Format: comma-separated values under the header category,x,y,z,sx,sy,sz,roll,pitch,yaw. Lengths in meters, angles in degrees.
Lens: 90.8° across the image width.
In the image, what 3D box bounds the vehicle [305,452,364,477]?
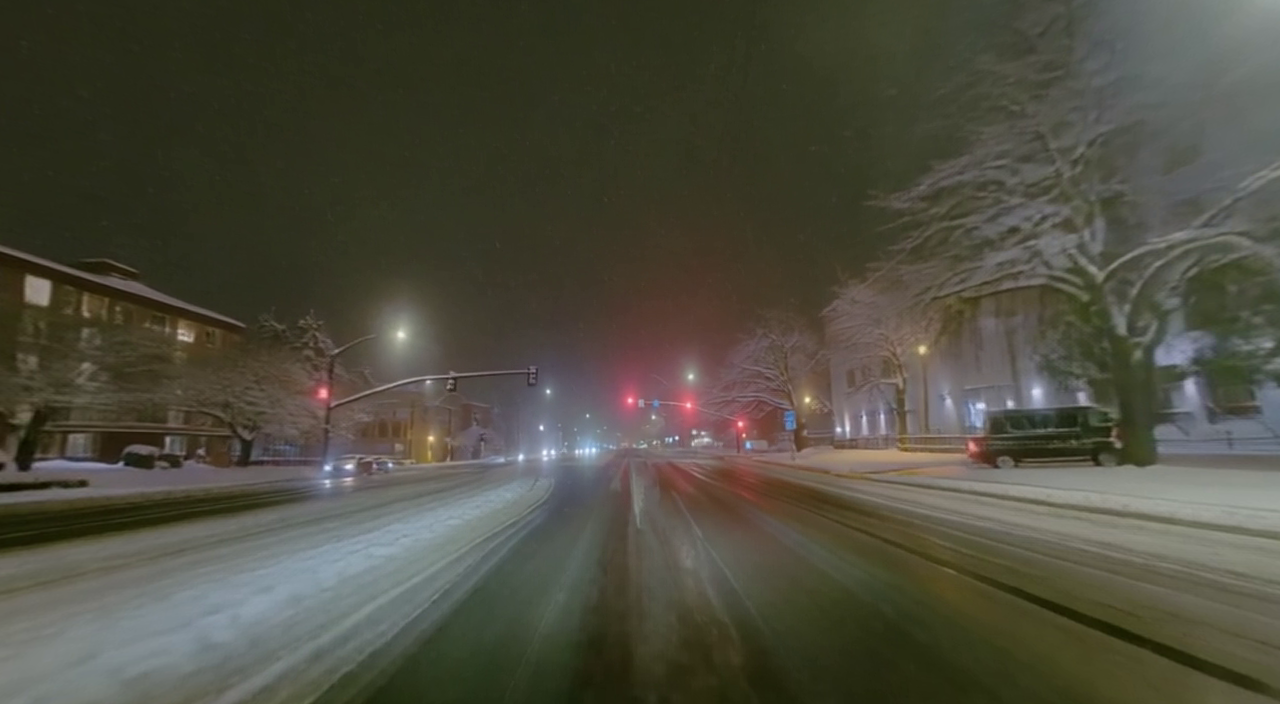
category,x,y,z,sx,sy,sz,roll,pitch,yaw
vehicle,-20.245,7.443,42.057,1.713,1.499,4.040,-1,-9,3

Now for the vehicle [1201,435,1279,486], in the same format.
category,x,y,z,sx,sy,sz,roll,pitch,yaw
vehicle,22.770,3.932,23.079,4.431,1.688,1.996,5,-10,-31

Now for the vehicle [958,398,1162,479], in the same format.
category,x,y,z,sx,sy,sz,roll,pitch,yaw
vehicle,17.913,3.769,27.383,6.639,3.312,2.759,-1,-9,3

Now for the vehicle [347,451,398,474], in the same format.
category,x,y,z,sx,sy,sz,roll,pitch,yaw
vehicle,-20.121,8.305,47.692,1.911,1.458,4.547,-1,-7,-1
